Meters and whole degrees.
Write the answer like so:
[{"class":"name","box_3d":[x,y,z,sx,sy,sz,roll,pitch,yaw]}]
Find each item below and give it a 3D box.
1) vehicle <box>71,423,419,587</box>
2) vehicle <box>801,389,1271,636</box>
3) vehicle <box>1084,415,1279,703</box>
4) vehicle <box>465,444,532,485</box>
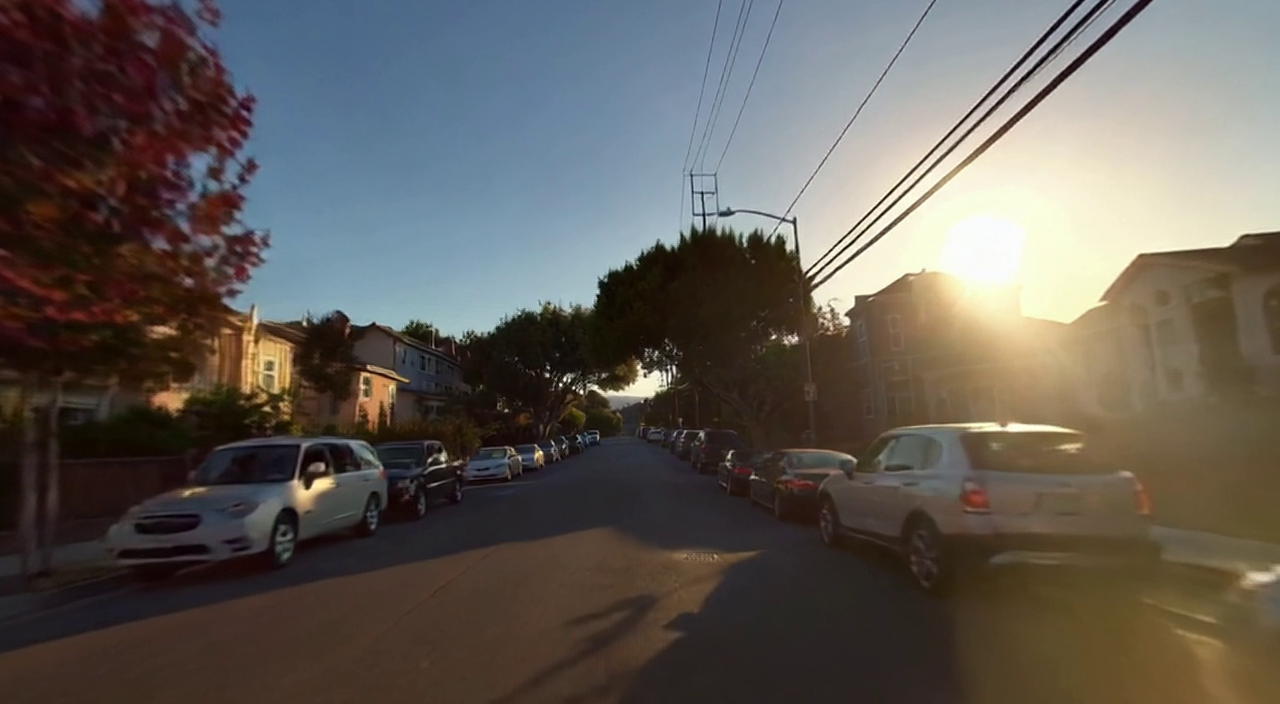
[{"class":"vehicle","box_3d":[-5.825,2.277,10.627,2.184,1.958,5.757,0,-8,-1]},{"class":"vehicle","box_3d":[3.599,1.546,7.281,2.009,1.810,5.045,0,-8,-2]},{"class":"vehicle","box_3d":[3.815,0.838,1.381,2.174,1.504,4.809,0,-8,0]},{"class":"vehicle","box_3d":[-6.149,4.884,27.991,2.002,1.585,5.080,-1,-8,-2]}]
